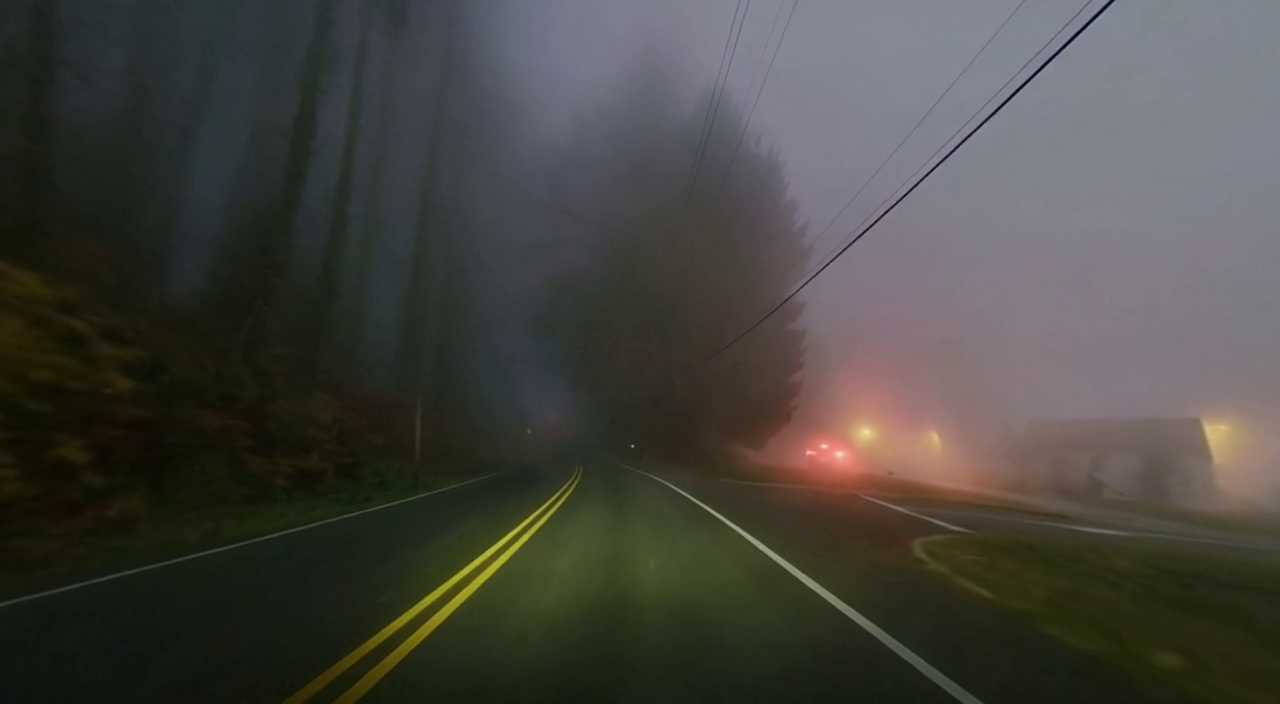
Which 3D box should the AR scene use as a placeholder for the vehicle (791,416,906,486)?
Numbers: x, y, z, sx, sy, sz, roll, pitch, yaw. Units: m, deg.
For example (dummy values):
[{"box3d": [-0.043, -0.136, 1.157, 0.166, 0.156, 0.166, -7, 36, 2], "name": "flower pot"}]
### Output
[{"box3d": [12.038, 5.718, 36.522, 5.297, 3.064, 2.935, 11, -8, -16], "name": "vehicle"}]
